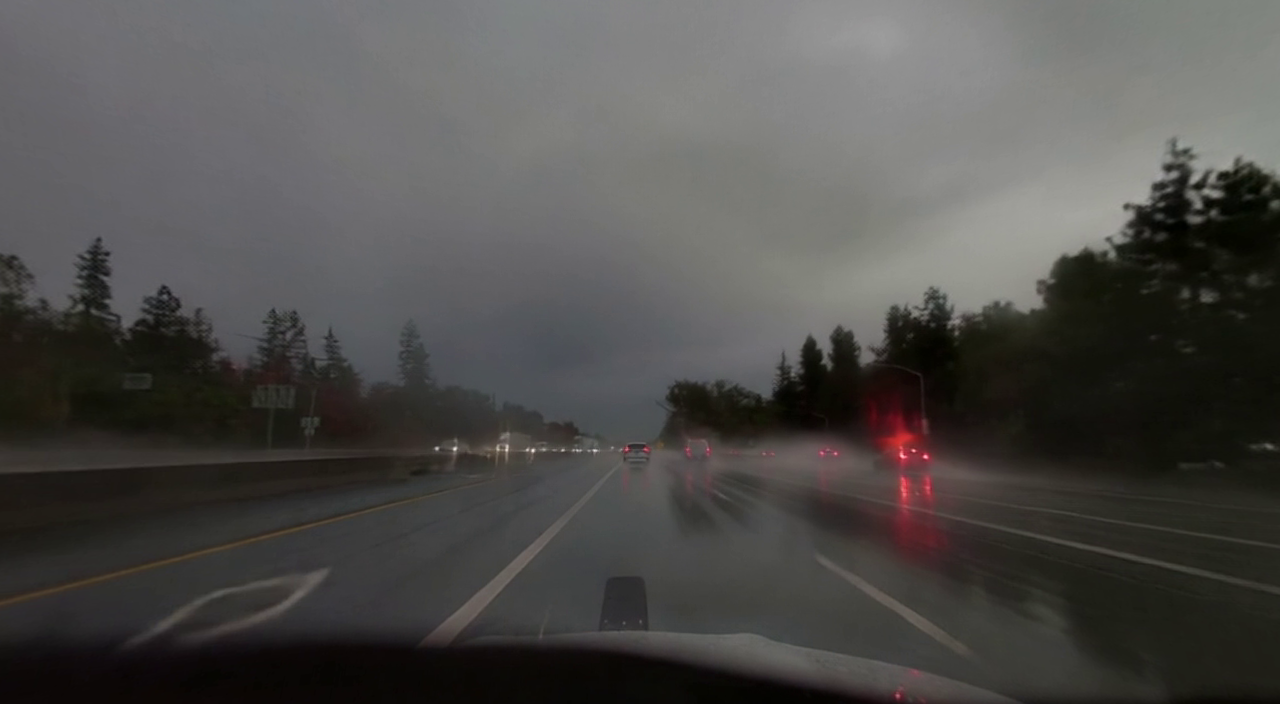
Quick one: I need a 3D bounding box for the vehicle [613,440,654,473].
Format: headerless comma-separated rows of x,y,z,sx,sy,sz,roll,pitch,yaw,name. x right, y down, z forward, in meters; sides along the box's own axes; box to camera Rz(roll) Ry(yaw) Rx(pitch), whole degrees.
-0.350,5.726,34.812,2.105,1.711,4.293,0,-8,0,vehicle

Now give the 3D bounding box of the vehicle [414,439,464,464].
-14.599,7.270,46.112,2.122,1.708,4.690,0,-8,0,vehicle

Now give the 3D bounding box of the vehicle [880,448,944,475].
15.626,6.278,36.470,1.872,1.459,4.502,0,-8,2,vehicle

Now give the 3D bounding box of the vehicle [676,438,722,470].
3.880,6.856,42.630,2.505,2.020,5.532,0,-8,-1,vehicle
